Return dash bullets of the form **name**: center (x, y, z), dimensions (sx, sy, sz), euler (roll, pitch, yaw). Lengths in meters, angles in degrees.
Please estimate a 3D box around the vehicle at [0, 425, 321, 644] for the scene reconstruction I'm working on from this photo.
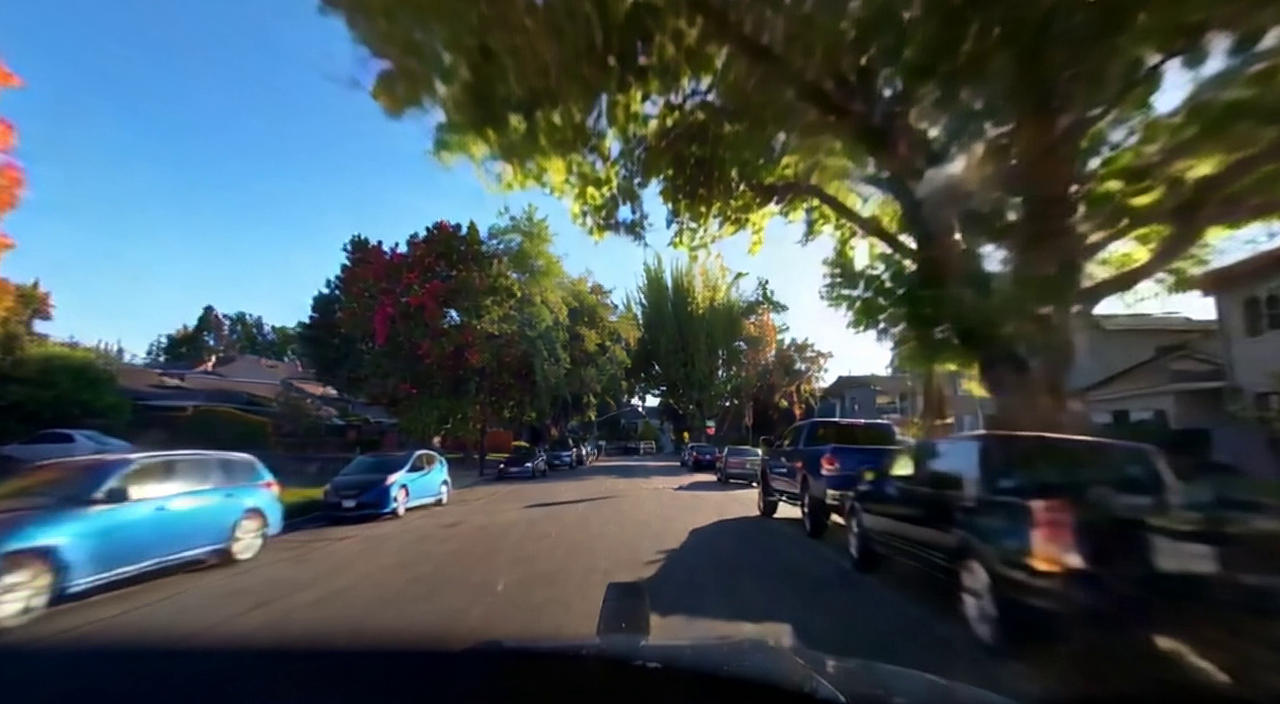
- **vehicle**: center (-5.427, 1.529, 6.215), dimensions (1.899, 1.538, 4.611), euler (2, -8, 3)

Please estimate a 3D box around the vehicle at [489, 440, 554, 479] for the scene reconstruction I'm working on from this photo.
- **vehicle**: center (-5.174, 4.732, 28.067), dimensions (1.872, 1.515, 4.535), euler (1, -8, 2)

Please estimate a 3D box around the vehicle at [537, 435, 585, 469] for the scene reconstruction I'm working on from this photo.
- **vehicle**: center (-4.695, 6.023, 38.074), dimensions (2.162, 1.857, 4.758), euler (2, -8, 1)

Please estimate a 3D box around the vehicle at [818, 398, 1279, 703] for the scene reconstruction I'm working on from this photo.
- **vehicle**: center (3.187, 1.402, 5.707), dimensions (1.914, 1.631, 4.558), euler (0, -8, 2)

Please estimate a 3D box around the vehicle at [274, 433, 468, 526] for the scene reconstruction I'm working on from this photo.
- **vehicle**: center (-5.286, 2.523, 13.162), dimensions (1.895, 1.530, 4.496), euler (2, -8, 2)

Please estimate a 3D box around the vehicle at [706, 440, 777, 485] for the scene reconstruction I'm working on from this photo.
- **vehicle**: center (3.642, 4.041, 23.364), dimensions (1.871, 1.514, 4.553), euler (0, -8, 0)
